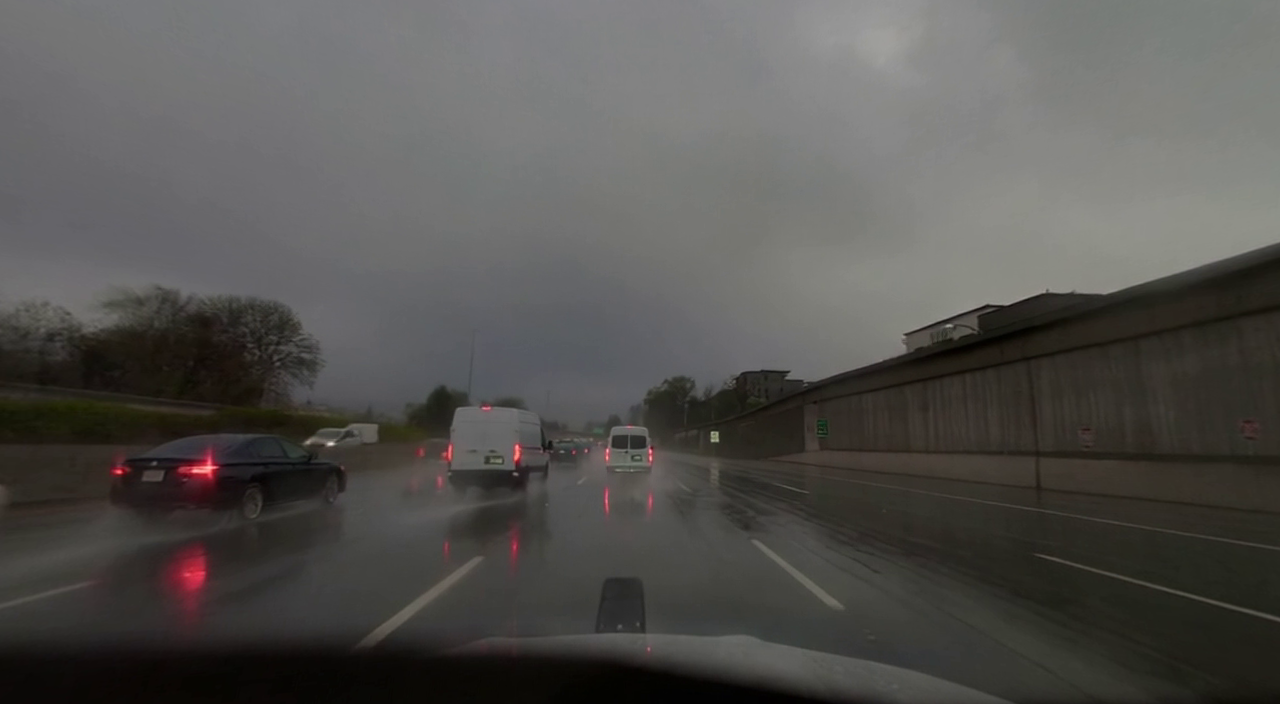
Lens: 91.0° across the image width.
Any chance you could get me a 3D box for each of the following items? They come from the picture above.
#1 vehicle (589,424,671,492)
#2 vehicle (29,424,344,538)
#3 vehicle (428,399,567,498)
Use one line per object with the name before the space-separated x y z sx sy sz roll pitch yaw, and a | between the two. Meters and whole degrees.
vehicle | -0.263 3.173 19.103 2.207 1.807 4.199 0 -9 0
vehicle | -7.111 2.067 10.697 1.959 1.493 4.575 0 -9 0
vehicle | -3.642 2.682 17.619 2.504 2.276 5.933 0 -9 0
